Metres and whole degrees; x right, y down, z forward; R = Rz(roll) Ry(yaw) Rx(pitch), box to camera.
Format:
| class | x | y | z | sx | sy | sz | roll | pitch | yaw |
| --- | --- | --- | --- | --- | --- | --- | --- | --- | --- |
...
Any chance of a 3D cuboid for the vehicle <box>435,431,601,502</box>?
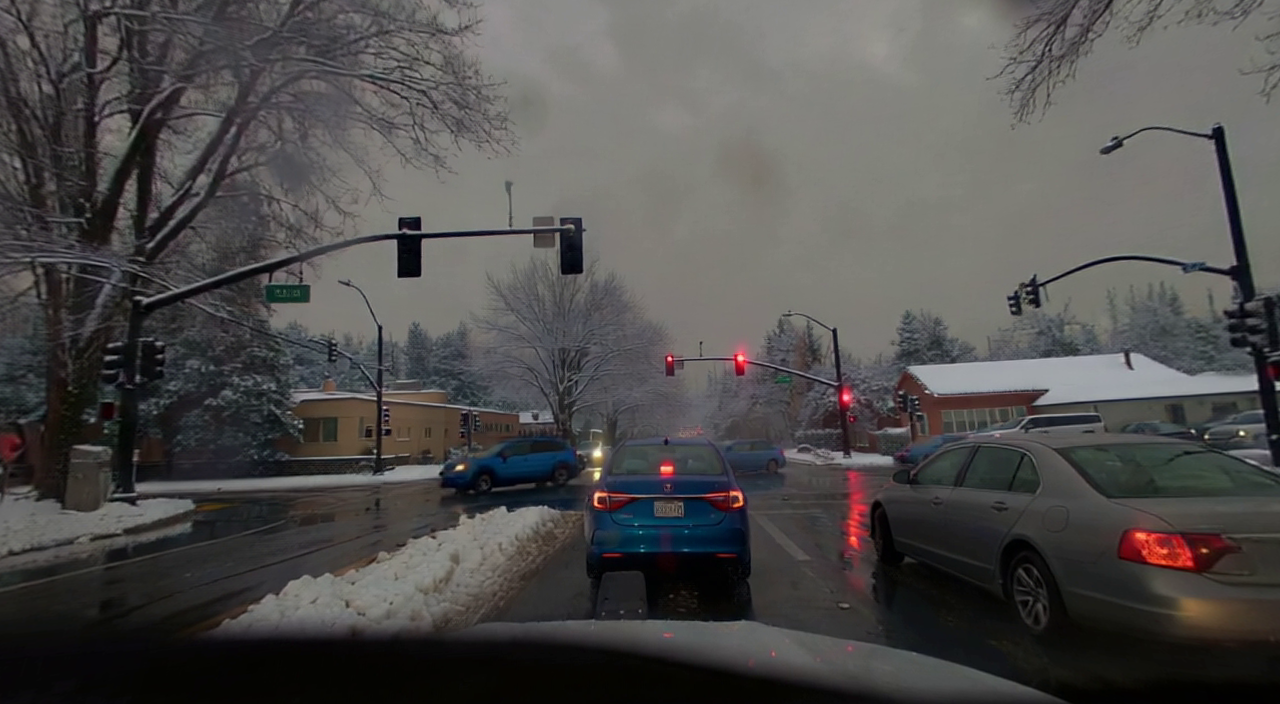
| class | x | y | z | sx | sy | sz | roll | pitch | yaw |
| --- | --- | --- | --- | --- | --- | --- | --- | --- | --- |
| vehicle | -3.455 | 3.329 | 18.875 | 1.988 | 1.799 | 4.789 | -6 | -10 | 35 |

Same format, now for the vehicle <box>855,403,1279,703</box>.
| class | x | y | z | sx | sy | sz | roll | pitch | yaw |
| --- | --- | --- | --- | --- | --- | --- | --- | --- | --- |
| vehicle | 3.640 | 1.340 | 5.437 | 1.888 | 1.486 | 4.681 | 0 | -9 | -1 |

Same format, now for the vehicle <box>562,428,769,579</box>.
| class | x | y | z | sx | sy | sz | roll | pitch | yaw |
| --- | --- | --- | --- | --- | --- | --- | --- | --- | --- |
| vehicle | 0.289 | 1.819 | 8.333 | 2.090 | 1.505 | 3.756 | -1 | -9 | 1 |
